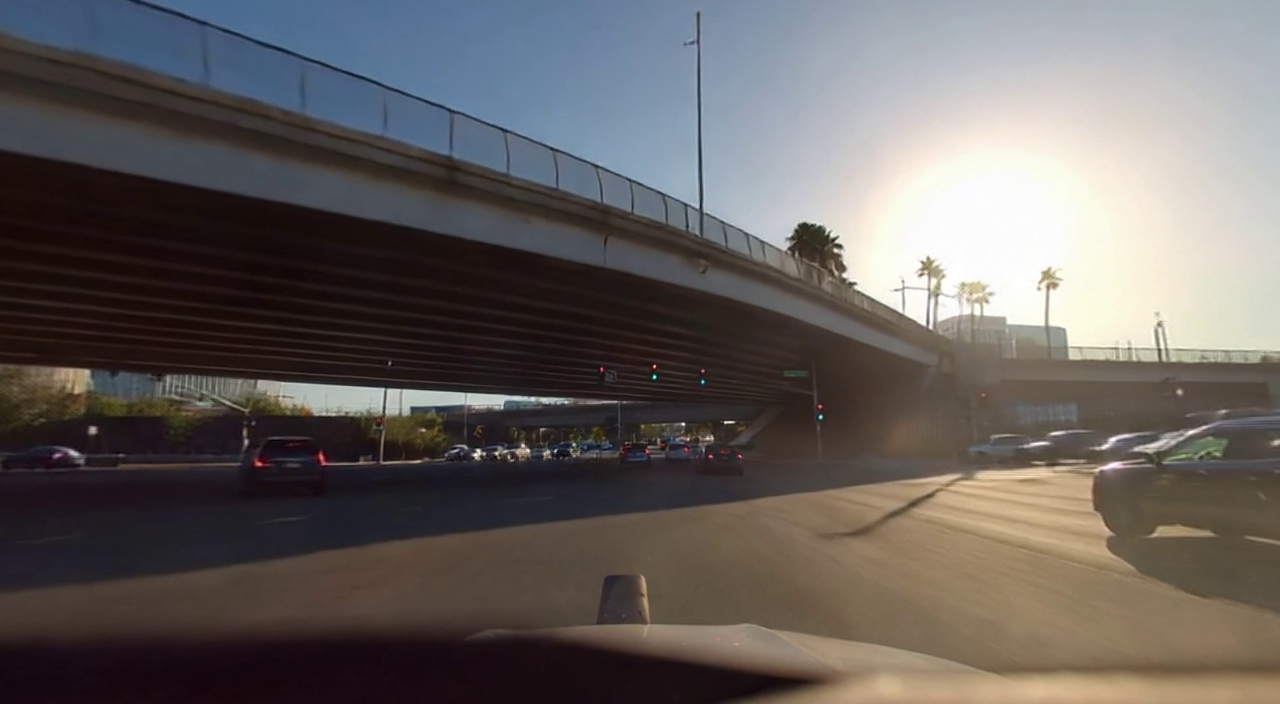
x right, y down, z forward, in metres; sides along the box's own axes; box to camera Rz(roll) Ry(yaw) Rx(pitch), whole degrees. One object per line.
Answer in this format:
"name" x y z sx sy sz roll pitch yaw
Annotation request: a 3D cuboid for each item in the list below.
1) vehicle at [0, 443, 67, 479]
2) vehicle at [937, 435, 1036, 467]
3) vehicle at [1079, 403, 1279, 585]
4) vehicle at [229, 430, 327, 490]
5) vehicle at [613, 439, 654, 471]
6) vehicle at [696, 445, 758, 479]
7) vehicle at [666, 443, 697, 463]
"vehicle" -34.738 5.947 34.412 5.302 1.847 2.233 -2 -9 16
"vehicle" 20.245 5.863 36.915 4.638 1.694 2.079 -5 -12 19
"vehicle" 6.847 1.376 6.222 1.964 1.647 4.114 0 -9 0
"vehicle" -14.240 4.145 24.519 2.485 2.012 5.498 7 -11 -37
"vehicle" -0.354 5.764 35.313 2.172 1.694 4.055 0 -9 0
"vehicle" 3.815 4.900 28.311 2.156 1.404 4.120 0 -9 -1
"vehicle" 3.284 8.050 49.968 2.119 1.509 4.495 0 -9 0
